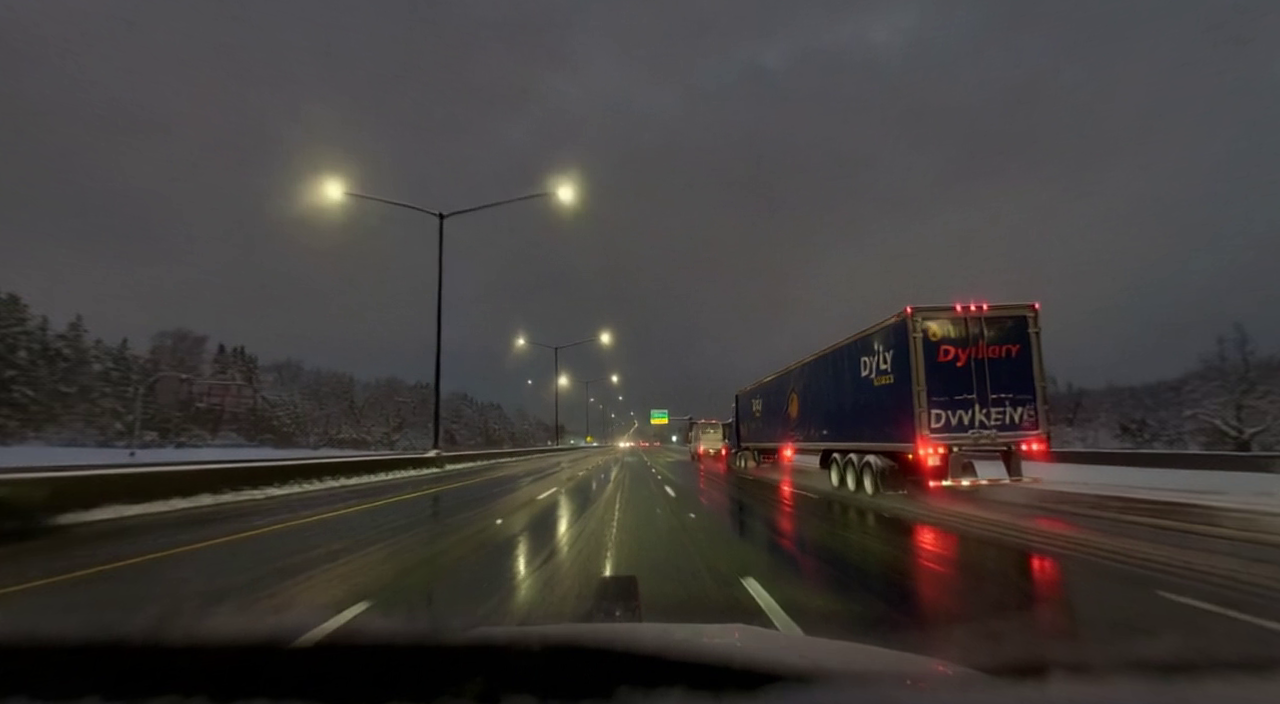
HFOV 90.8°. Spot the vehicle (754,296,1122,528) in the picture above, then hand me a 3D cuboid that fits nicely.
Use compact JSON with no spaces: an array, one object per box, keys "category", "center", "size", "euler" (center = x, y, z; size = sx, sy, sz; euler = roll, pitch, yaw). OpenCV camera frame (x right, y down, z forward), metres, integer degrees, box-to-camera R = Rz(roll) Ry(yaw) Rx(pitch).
[{"category":"vehicle","center":[6.448,2.142,18.819],"size":[2.962,3.947,16.241],"euler":[0,-8,-1]}]
